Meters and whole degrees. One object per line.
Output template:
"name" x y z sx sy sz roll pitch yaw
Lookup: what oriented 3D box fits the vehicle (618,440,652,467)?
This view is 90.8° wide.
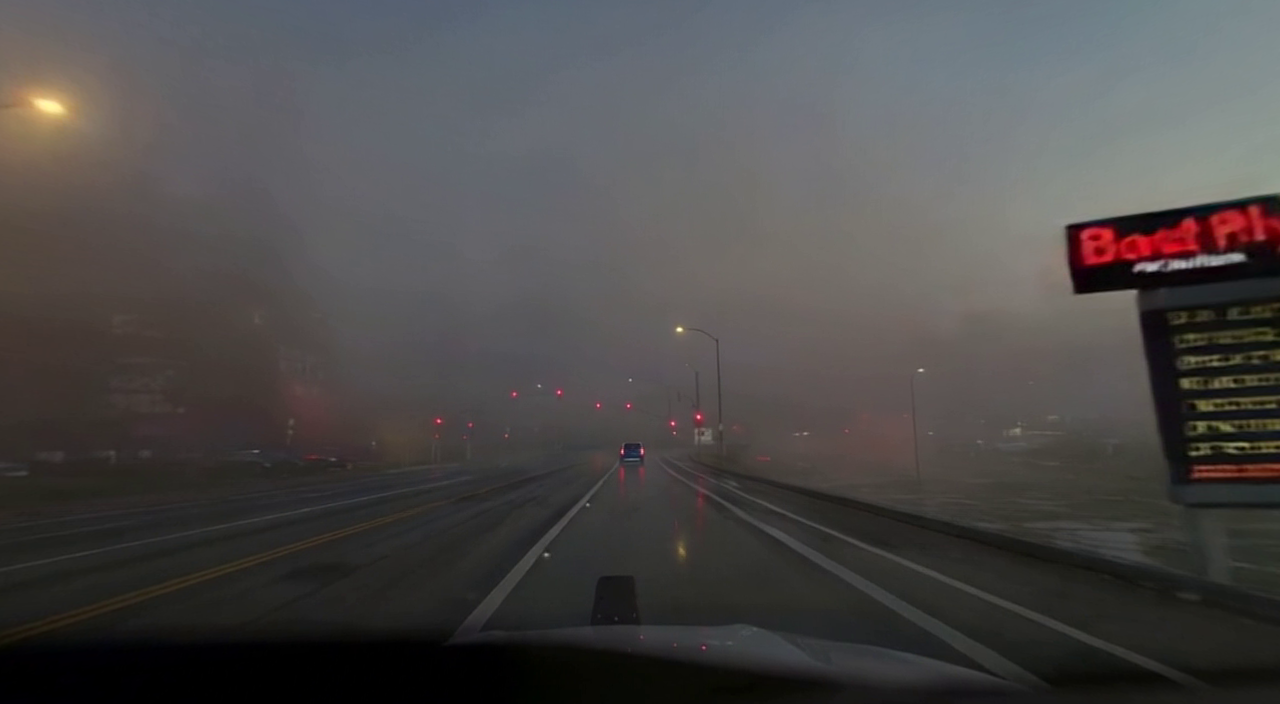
"vehicle" -0.343 6.497 40.535 2.024 1.628 4.774 0 -8 -1
